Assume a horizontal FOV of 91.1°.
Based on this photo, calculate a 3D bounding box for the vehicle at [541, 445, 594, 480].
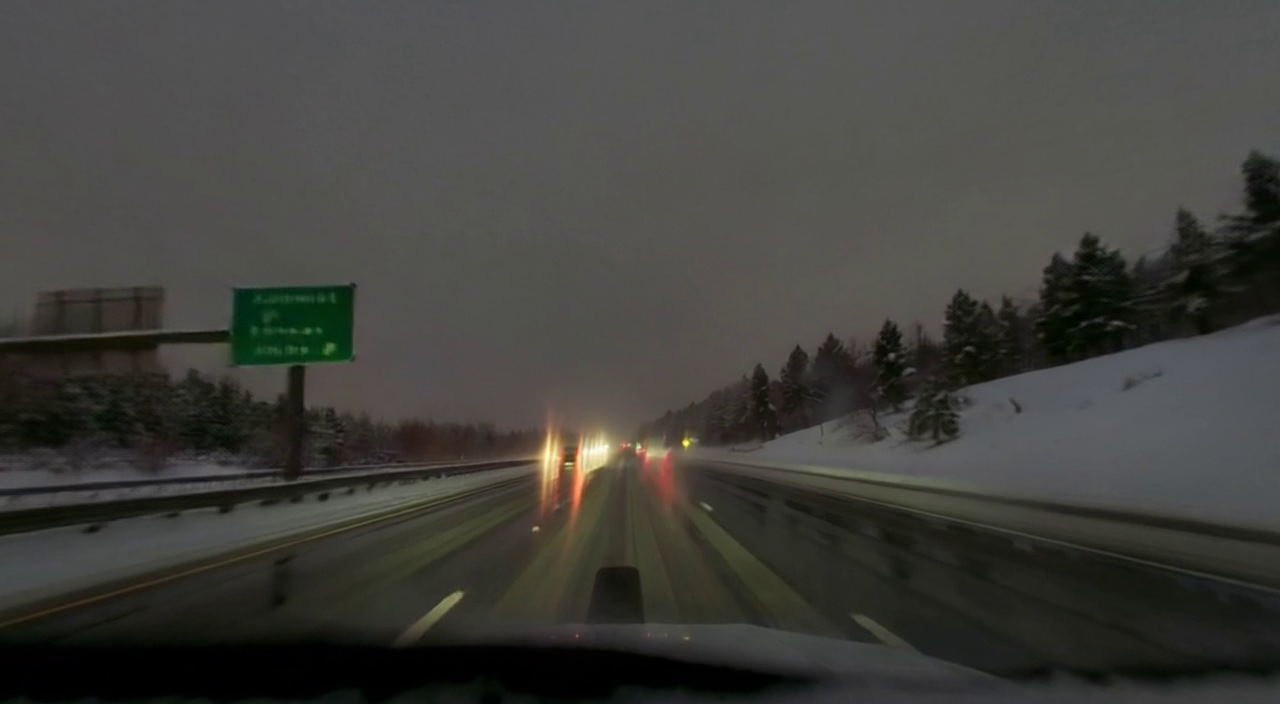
[{"bbox_3d":[-3.361,5.229,30.027,2.100,1.525,4.179,0,-9,-1],"label":"vehicle"}]
